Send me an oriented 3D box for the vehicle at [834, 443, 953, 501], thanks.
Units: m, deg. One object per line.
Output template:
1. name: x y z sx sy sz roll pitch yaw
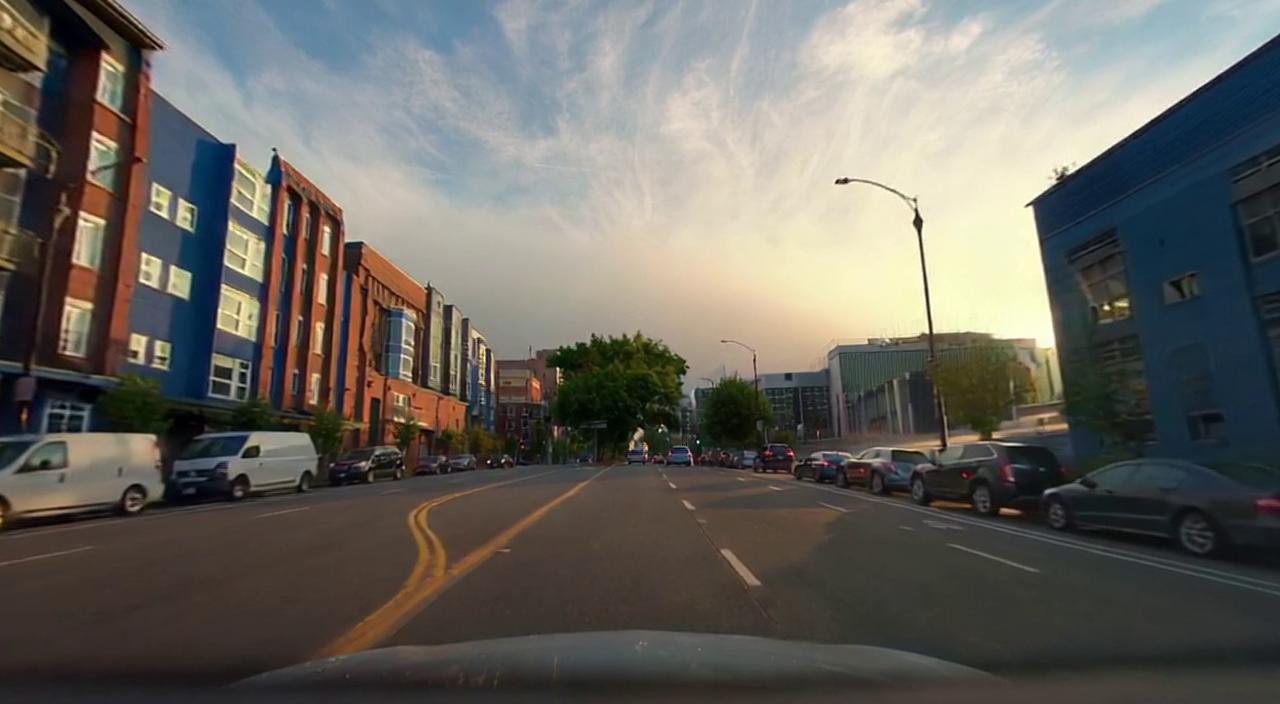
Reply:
1. vehicle: 7.920 3.780 20.192 2.054 1.628 3.841 0 -9 -2

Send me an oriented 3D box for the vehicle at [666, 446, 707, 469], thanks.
1. vehicle: 3.066 7.072 42.576 2.238 1.499 4.964 0 -9 -2

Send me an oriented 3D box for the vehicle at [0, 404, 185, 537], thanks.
1. vehicle: -14.805 2.738 14.875 2.719 2.775 6.724 0 -9 4

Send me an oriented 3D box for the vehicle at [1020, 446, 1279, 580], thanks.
1. vehicle: 7.982 2.149 9.299 1.817 1.467 4.644 -1 -9 -1

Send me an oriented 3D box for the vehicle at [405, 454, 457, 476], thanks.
1. vehicle: -14.885 8.032 45.189 1.953 1.456 4.690 0 -9 2

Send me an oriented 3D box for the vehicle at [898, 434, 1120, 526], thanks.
1. vehicle: 7.985 2.806 14.365 2.174 1.697 4.520 0 -9 -2

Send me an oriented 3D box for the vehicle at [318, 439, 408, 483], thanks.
1. vehicle: -14.303 5.791 33.039 2.330 2.013 5.310 0 -12 -1

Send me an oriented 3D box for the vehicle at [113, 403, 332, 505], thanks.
1. vehicle: -14.567 3.651 22.950 3.047 3.098 6.783 0 -9 2

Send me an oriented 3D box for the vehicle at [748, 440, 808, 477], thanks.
1. vehicle: 7.985 6.229 37.170 2.305 1.984 5.002 -1 -9 -1

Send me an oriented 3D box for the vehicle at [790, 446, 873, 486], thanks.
1. vehicle: 7.869 4.721 26.477 2.018 1.489 4.620 -1 -9 0
